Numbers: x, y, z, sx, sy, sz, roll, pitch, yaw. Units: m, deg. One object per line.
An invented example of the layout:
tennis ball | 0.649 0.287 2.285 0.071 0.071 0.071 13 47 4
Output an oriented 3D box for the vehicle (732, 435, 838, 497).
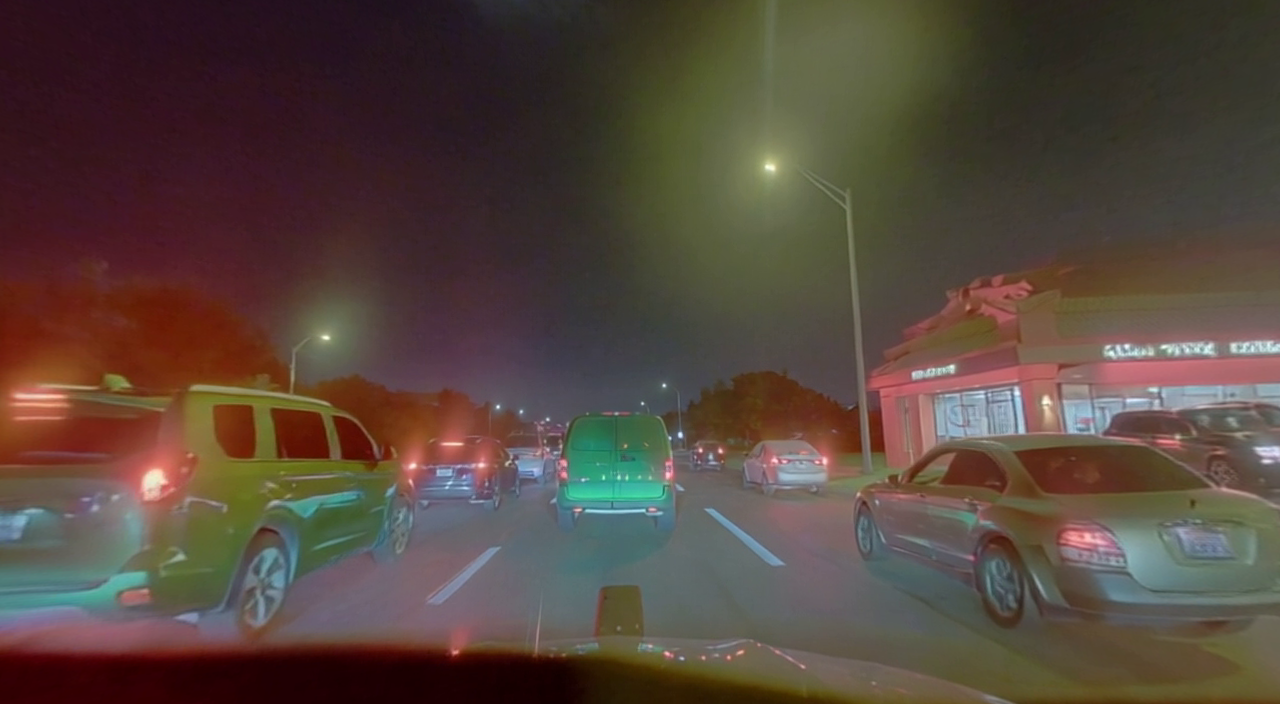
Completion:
vehicle | 3.896 3.135 17.762 1.875 1.521 4.192 0 -9 -1

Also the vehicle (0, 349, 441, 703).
vehicle | -3.628 1.229 5.567 2.231 1.853 4.461 0 -9 0

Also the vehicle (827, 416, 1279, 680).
vehicle | 3.378 1.440 5.826 1.900 1.477 4.352 0 -9 -1

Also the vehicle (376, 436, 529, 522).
vehicle | -3.567 2.480 12.909 1.849 1.451 4.218 0 -9 -1

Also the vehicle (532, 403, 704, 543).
vehicle | -0.326 1.899 10.441 2.238 1.825 4.190 0 -9 -1
